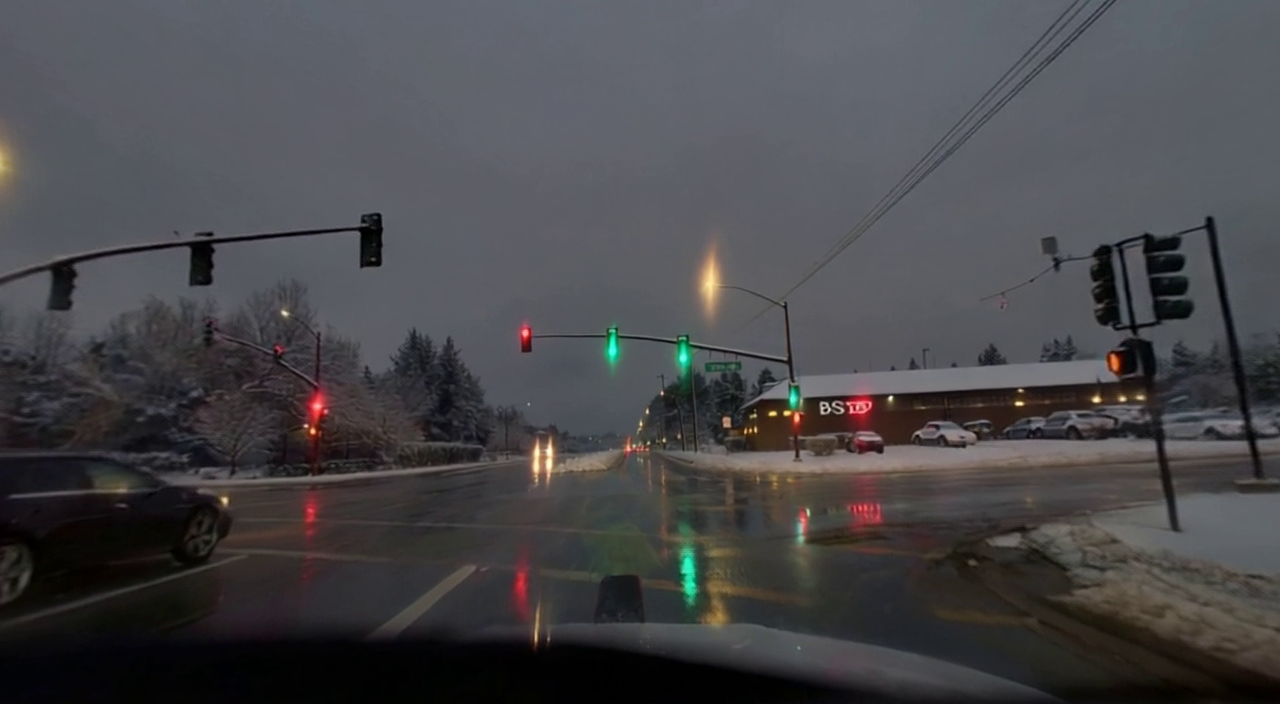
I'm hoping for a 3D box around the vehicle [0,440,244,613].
[{"bbox_3d":[-6.448,1.697,6.680,1.928,1.451,4.219,0,-9,-3],"label":"vehicle"}]
